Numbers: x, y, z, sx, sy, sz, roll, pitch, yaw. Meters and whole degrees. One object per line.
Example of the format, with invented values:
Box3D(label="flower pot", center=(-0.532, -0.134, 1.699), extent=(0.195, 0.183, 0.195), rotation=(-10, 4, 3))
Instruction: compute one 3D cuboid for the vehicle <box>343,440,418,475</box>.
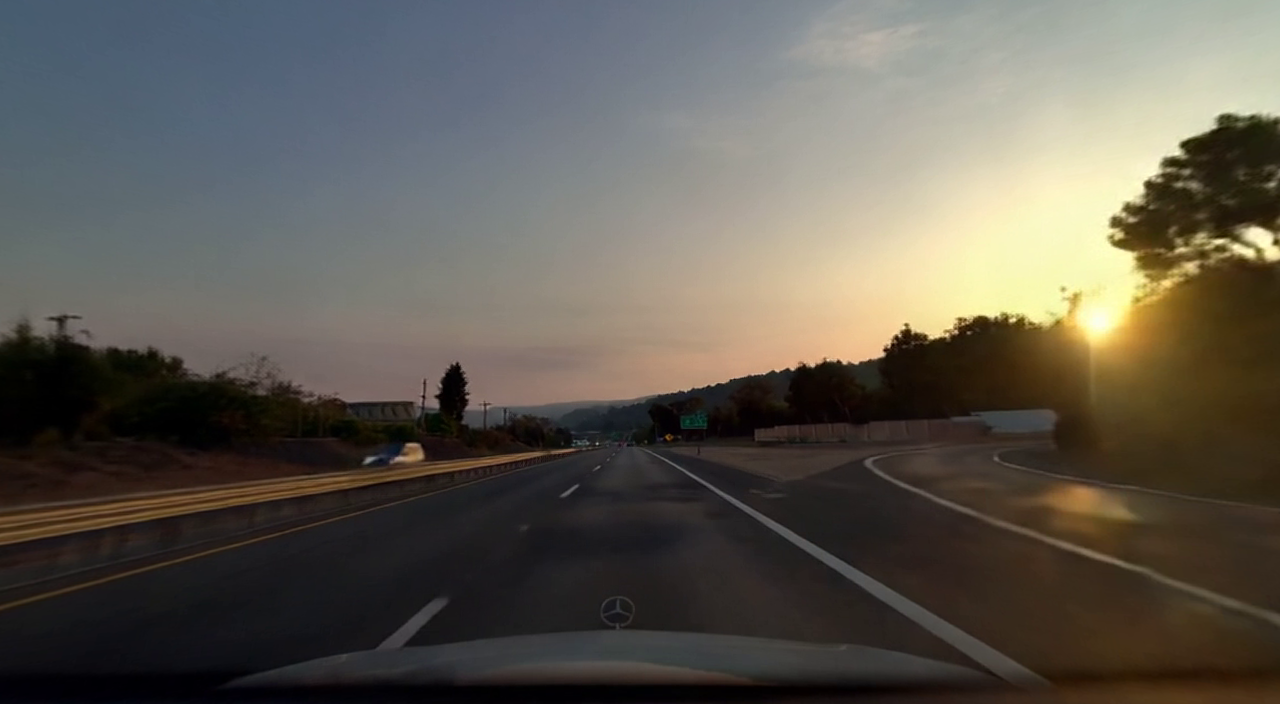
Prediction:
Box3D(label="vehicle", center=(-14.688, 5.979, 35.950), extent=(2.140, 1.808, 4.733), rotation=(-1, -8, 1))
